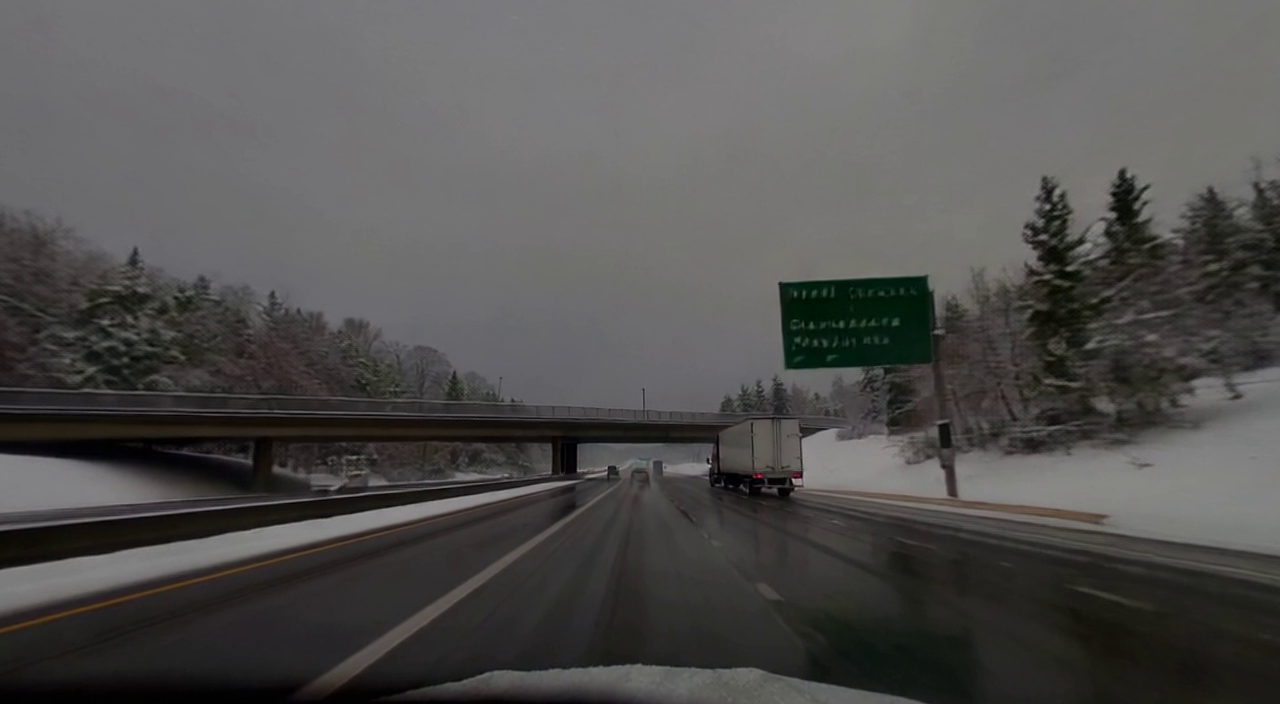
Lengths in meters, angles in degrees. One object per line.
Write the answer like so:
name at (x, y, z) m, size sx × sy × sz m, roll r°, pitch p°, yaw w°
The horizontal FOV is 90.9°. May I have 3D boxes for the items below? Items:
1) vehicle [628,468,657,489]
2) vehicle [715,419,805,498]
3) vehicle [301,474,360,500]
vehicle at (0.153, 9.283, 46.306) m, size 2.029 × 1.459 × 3.684 m, roll 1°, pitch -10°, yaw -1°
vehicle at (7.075, 6.845, 39.942) m, size 2.926 × 4.073 × 13.836 m, roll 1°, pitch -10°, yaw 0°
vehicle at (-18.676, 8.116, 38.152) m, size 1.734 × 1.433 × 3.465 m, roll 1°, pitch -10°, yaw 0°
